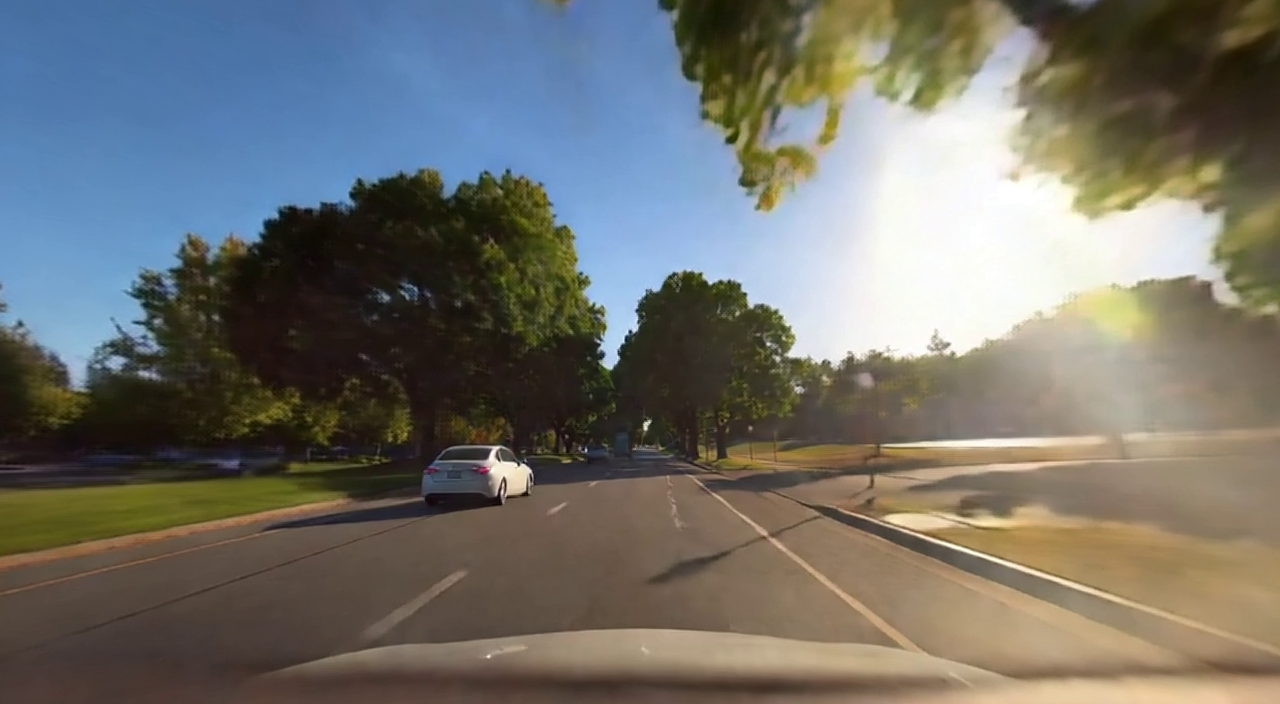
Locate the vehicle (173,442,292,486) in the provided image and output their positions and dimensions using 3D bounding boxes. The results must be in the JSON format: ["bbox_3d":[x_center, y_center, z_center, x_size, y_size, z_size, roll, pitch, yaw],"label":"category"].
[{"bbox_3d":[-17.736,4.872,27.756,2.016,1.742,4.660,0,-9,1],"label":"vehicle"}]

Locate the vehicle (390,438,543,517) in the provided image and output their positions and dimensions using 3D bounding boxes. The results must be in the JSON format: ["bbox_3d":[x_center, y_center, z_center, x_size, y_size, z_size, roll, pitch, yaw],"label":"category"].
[{"bbox_3d":[-3.626,2.720,14.171,2.033,1.454,4.512,0,-9,2],"label":"vehicle"}]
